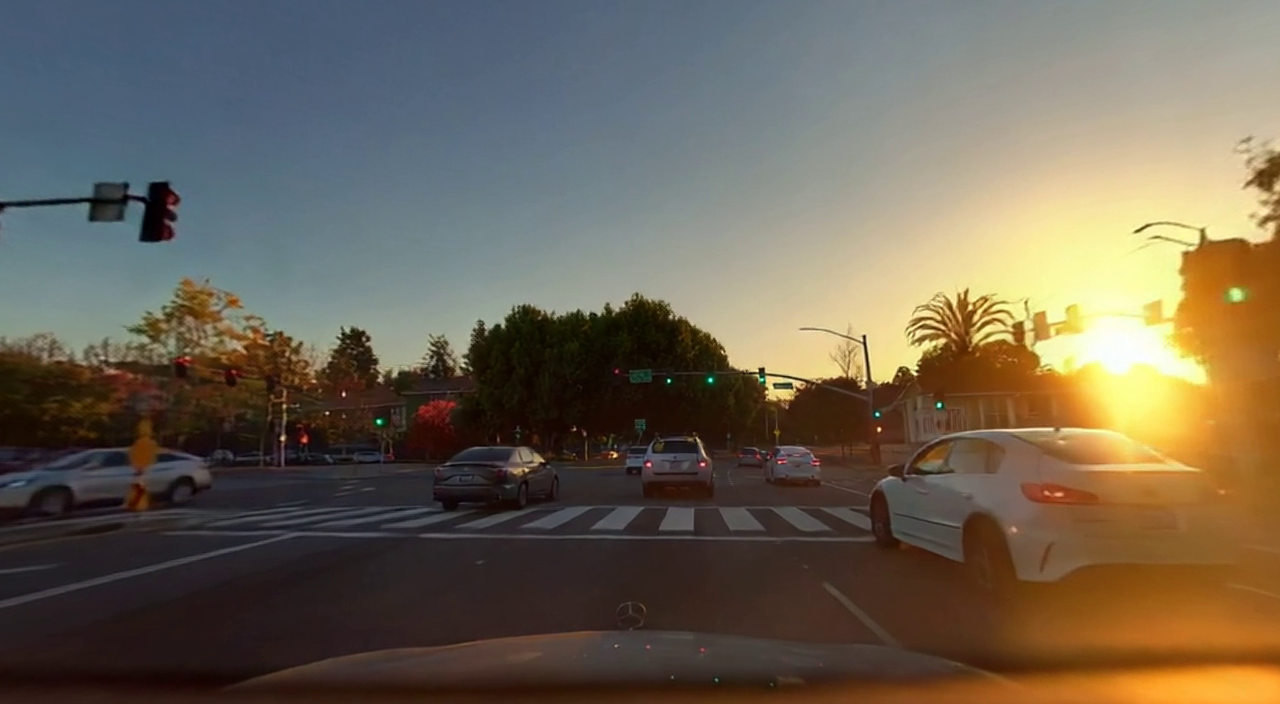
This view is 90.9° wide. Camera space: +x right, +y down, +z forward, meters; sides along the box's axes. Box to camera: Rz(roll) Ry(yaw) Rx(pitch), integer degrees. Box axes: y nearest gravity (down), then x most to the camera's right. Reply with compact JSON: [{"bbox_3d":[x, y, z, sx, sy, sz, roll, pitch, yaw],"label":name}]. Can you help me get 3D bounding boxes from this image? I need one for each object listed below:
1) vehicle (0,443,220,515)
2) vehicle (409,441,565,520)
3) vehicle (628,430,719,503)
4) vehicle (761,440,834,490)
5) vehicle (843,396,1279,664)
[{"bbox_3d":[-14.396,3.346,16.979,4.578,1.759,1.996,2,-9,-14],"label":"vehicle"},{"bbox_3d":[-3.152,2.756,14.156,2.006,1.464,4.586,-1,-9,5],"label":"vehicle"},{"bbox_3d":[1.042,3.179,17.910,2.250,1.768,4.574,-1,-9,5],"label":"vehicle"},{"bbox_3d":[5.257,3.809,21.457,1.859,1.540,3.454,-1,-9,5],"label":"vehicle"},{"bbox_3d":[3.769,1.448,6.276,2.106,1.636,4.655,-1,-9,2],"label":"vehicle"}]
